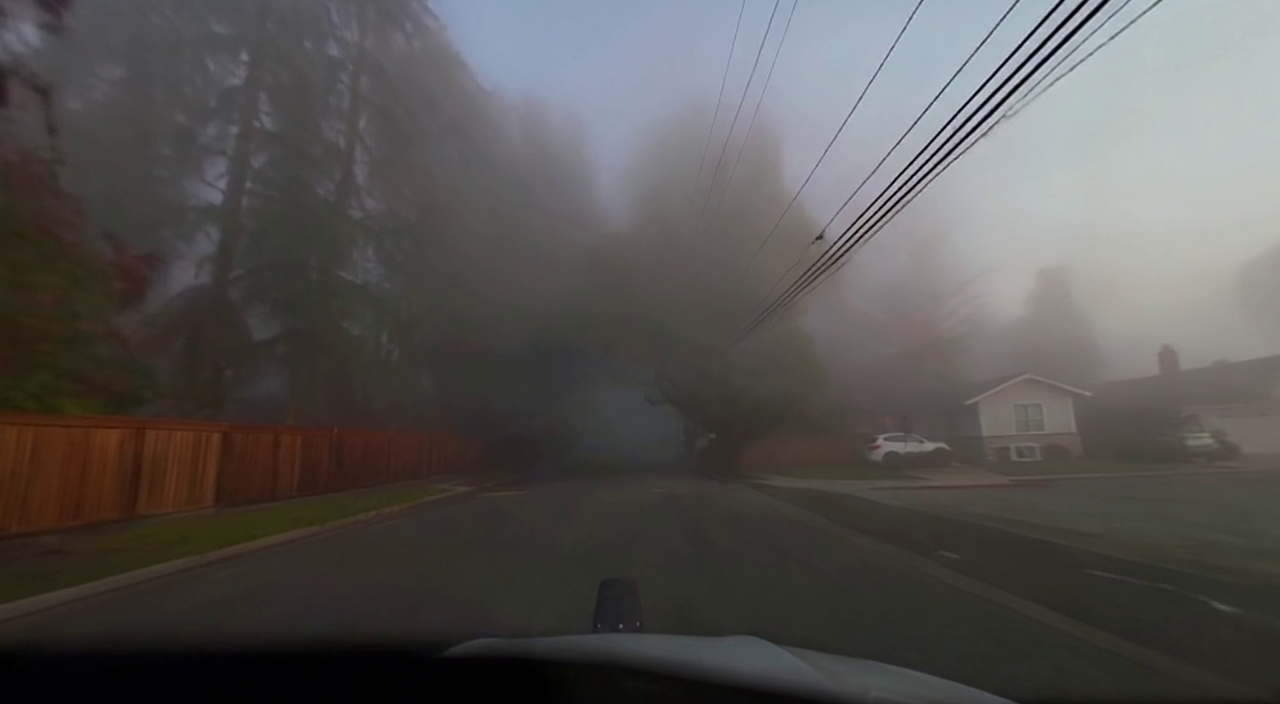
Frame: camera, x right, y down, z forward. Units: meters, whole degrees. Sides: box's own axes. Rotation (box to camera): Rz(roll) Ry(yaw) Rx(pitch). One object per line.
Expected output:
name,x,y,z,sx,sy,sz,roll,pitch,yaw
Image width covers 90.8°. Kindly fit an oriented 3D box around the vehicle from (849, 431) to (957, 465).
vehicle,12.345,4.573,29.985,4.286,1.525,2.219,-2,-9,10
